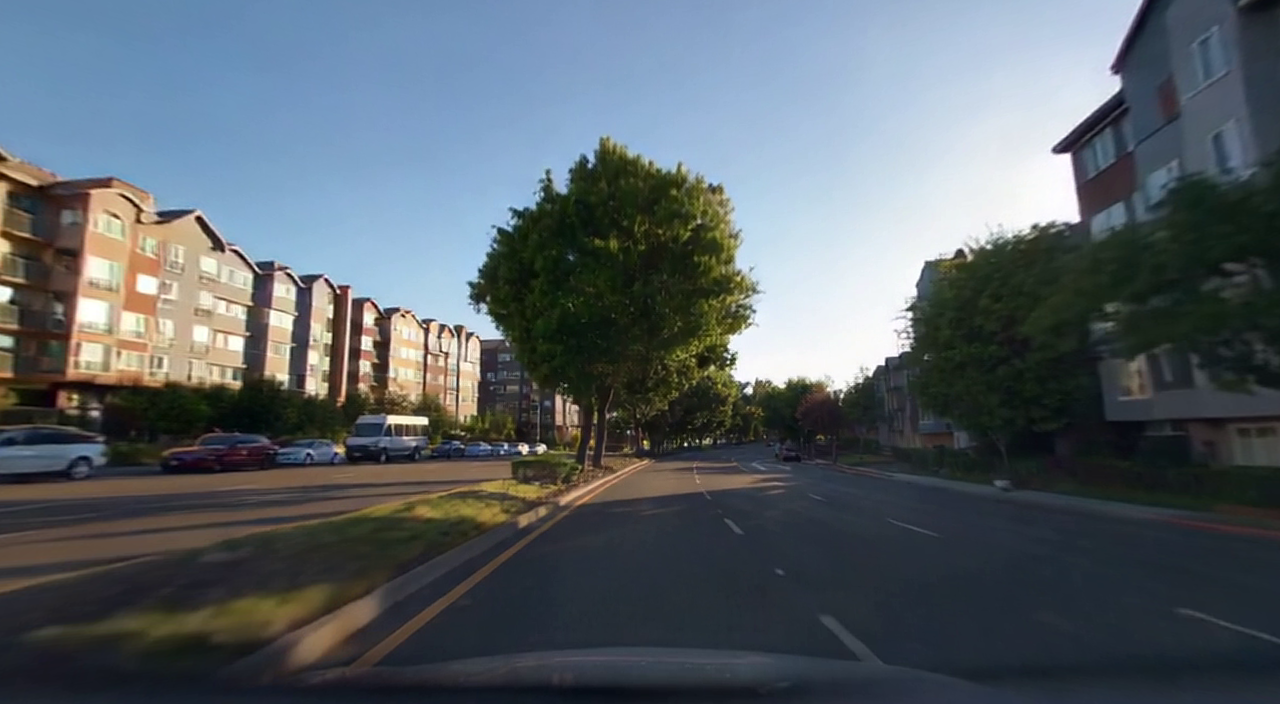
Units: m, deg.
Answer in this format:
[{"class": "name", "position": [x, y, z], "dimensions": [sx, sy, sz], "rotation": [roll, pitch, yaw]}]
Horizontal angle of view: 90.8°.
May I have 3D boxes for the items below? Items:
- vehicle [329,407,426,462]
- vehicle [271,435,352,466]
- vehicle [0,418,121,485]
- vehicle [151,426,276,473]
[{"class": "vehicle", "position": [-17.103, 5.484, 41.771], "dimensions": [2.766, 3.279, 6.821], "rotation": [0, -8, 6]}, {"class": "vehicle", "position": [-17.833, 5.388, 34.555], "dimensions": [1.808, 1.531, 4.366], "rotation": [1, -9, 3]}, {"class": "vehicle", "position": [-18.526, 2.890, 18.289], "dimensions": [2.295, 1.809, 5.236], "rotation": [0, -9, 3]}, {"class": "vehicle", "position": [-18.348, 4.217, 27.519], "dimensions": [2.001, 1.836, 4.746], "rotation": [0, -9, 2]}]
